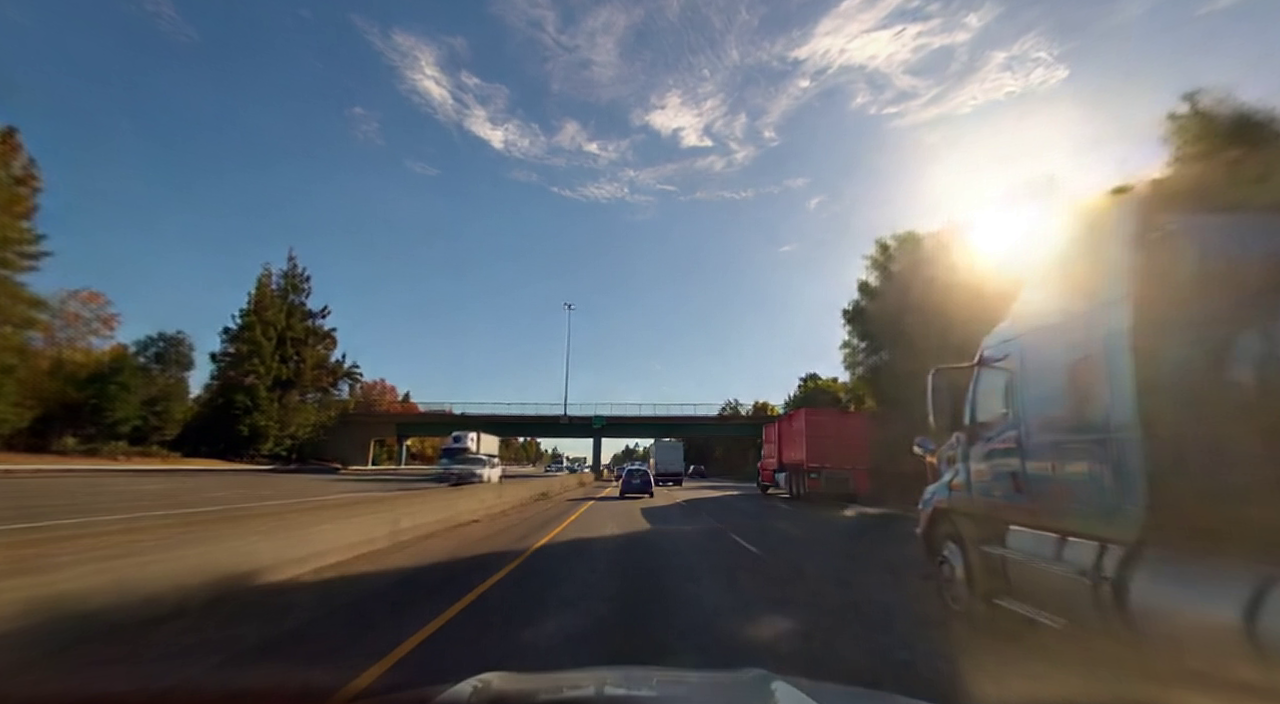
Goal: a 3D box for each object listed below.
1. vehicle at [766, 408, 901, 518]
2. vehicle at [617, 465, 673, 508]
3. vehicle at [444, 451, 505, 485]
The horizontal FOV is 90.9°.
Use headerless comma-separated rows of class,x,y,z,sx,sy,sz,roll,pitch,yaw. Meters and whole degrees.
vehicle,7.393,4.521,25.574,2.839,3.684,8.091,1,-11,0
vehicle,0.183,5.343,25.271,2.067,1.552,3.601,1,-11,0
vehicle,-8.915,6.358,34.447,1.963,1.668,4.888,1,-11,0
